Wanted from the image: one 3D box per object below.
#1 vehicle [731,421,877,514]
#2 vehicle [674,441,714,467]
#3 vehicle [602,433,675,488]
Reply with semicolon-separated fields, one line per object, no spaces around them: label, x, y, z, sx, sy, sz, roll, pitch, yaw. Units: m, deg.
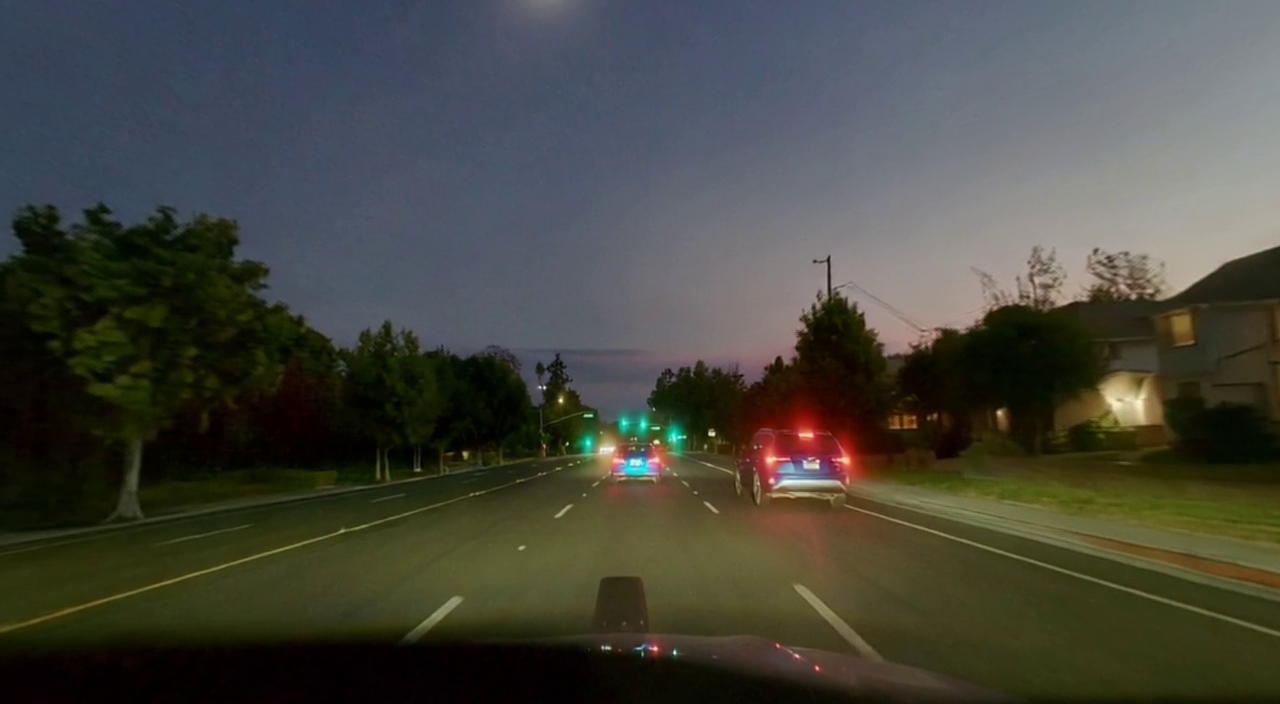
vehicle;3.422;2.524;14.176;2.024;1.711;4.512;0;-9;0
vehicle;3.335;6.395;39.621;2.099;1.463;4.130;0;-9;-1
vehicle;-0.036;3.626;21.317;2.200;1.653;4.127;0;-9;0
